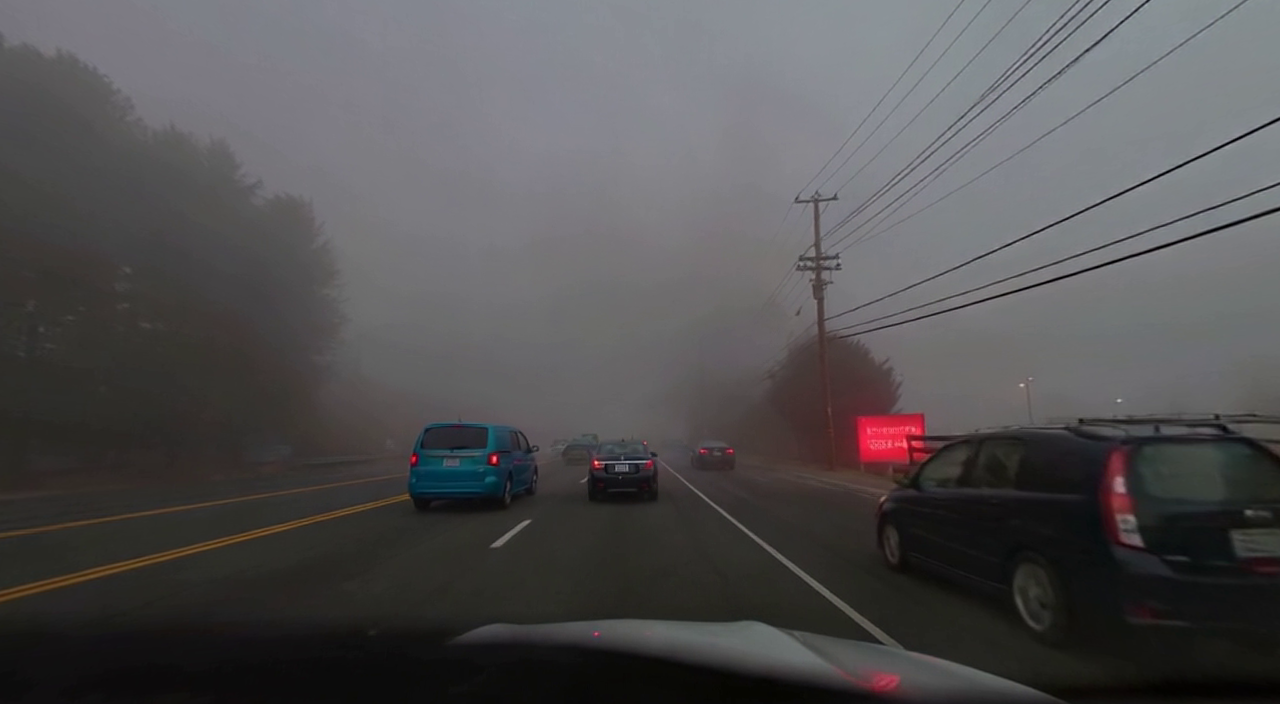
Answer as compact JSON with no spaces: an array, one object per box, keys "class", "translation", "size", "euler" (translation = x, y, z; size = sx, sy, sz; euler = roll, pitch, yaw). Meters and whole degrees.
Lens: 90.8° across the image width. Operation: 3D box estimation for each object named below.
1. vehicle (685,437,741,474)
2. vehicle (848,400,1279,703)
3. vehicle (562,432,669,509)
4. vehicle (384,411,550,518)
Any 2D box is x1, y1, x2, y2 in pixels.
[{"class":"vehicle","translation":[3.168,4.614,28.356],"size":[1.878,1.479,4.461],"euler":[0,-9,-2]},{"class":"vehicle","translation":[3.210,1.273,4.885],"size":[1.880,1.521,3.724],"euler":[0,-9,-1]},{"class":"vehicle","translation":[-0.473,2.627,14.430],"size":[2.097,1.511,3.809],"euler":[0,-9,0]},{"class":"vehicle","translation":[-3.356,2.316,13.422],"size":[2.092,1.839,4.736],"euler":[0,-9,1]}]
